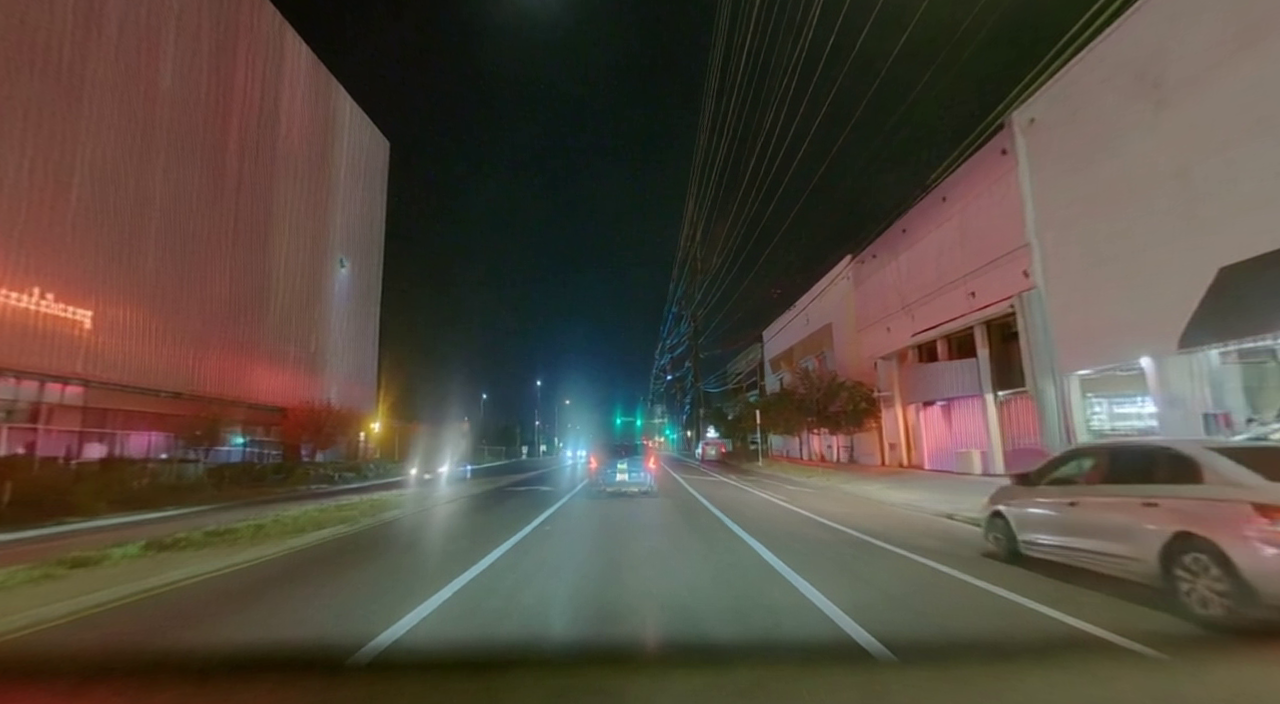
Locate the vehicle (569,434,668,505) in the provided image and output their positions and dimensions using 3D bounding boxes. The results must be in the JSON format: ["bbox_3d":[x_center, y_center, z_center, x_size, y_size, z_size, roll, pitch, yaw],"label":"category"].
[{"bbox_3d":[-0.476,2.790,15.461,2.116,1.479,3.980,0,-8,-1],"label":"vehicle"}]

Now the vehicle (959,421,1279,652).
[{"bbox_3d":[5.217,1.488,6.028,1.937,1.523,4.541,0,-8,0],"label":"vehicle"}]

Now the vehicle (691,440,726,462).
[{"bbox_3d":[4.804,6.953,44.650,1.908,1.470,3.935,0,-8,-2],"label":"vehicle"}]
